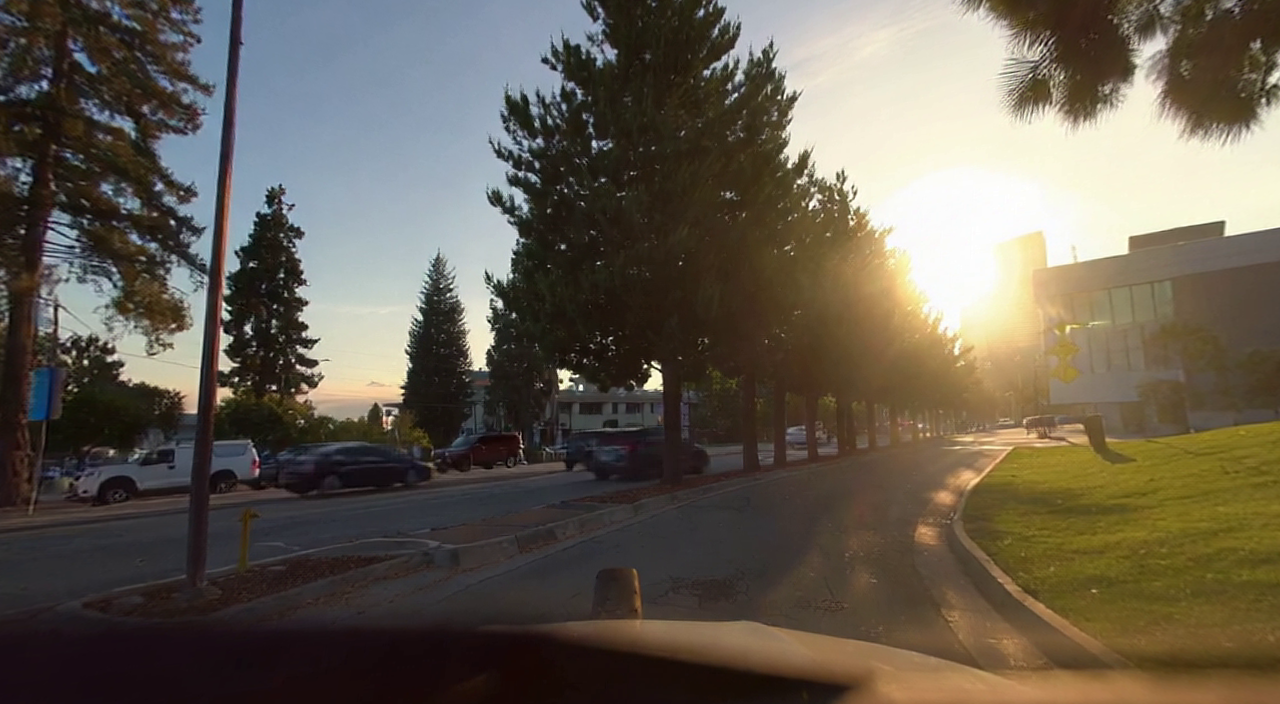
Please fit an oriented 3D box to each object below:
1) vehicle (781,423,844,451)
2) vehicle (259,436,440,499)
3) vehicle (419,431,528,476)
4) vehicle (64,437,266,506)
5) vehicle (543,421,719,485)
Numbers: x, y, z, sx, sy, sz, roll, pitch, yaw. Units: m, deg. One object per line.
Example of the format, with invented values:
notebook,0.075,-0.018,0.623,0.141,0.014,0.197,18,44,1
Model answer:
vehicle,10.919,5.336,39.690,2.040,1.625,5.119,-5,-10,36
vehicle,-9.643,3.822,21.317,2.313,1.688,5.015,-12,-12,39
vehicle,-8.239,5.002,31.723,2.134,1.924,4.911,-7,-8,41
vehicle,-15.754,3.909,21.269,2.294,2.000,4.788,-7,-10,33
vehicle,-0.130,2.945,18.456,2.201,1.574,5.060,-11,-13,42
